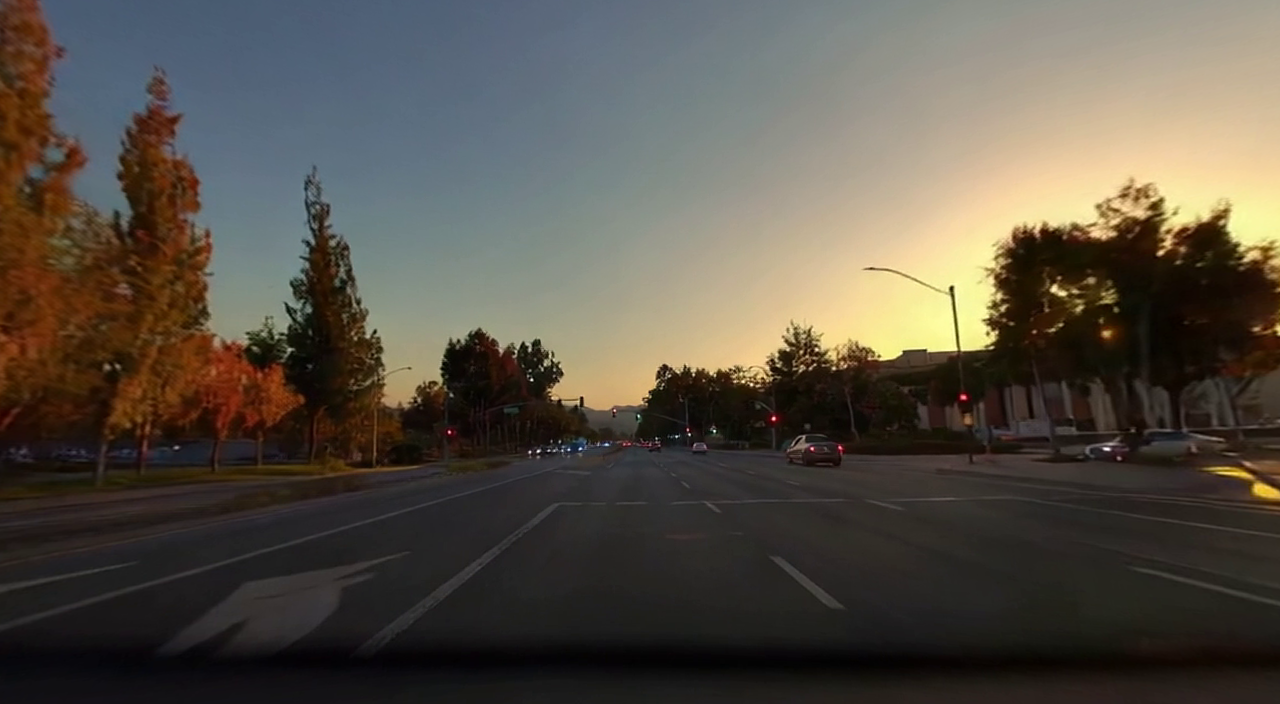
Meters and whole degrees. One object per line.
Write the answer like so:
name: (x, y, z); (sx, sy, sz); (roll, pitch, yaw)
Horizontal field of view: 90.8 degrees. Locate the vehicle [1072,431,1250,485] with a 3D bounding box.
vehicle: (18.064, 3.683, 22.073); (4.427, 1.747, 2.024); (0, -9, -2)
